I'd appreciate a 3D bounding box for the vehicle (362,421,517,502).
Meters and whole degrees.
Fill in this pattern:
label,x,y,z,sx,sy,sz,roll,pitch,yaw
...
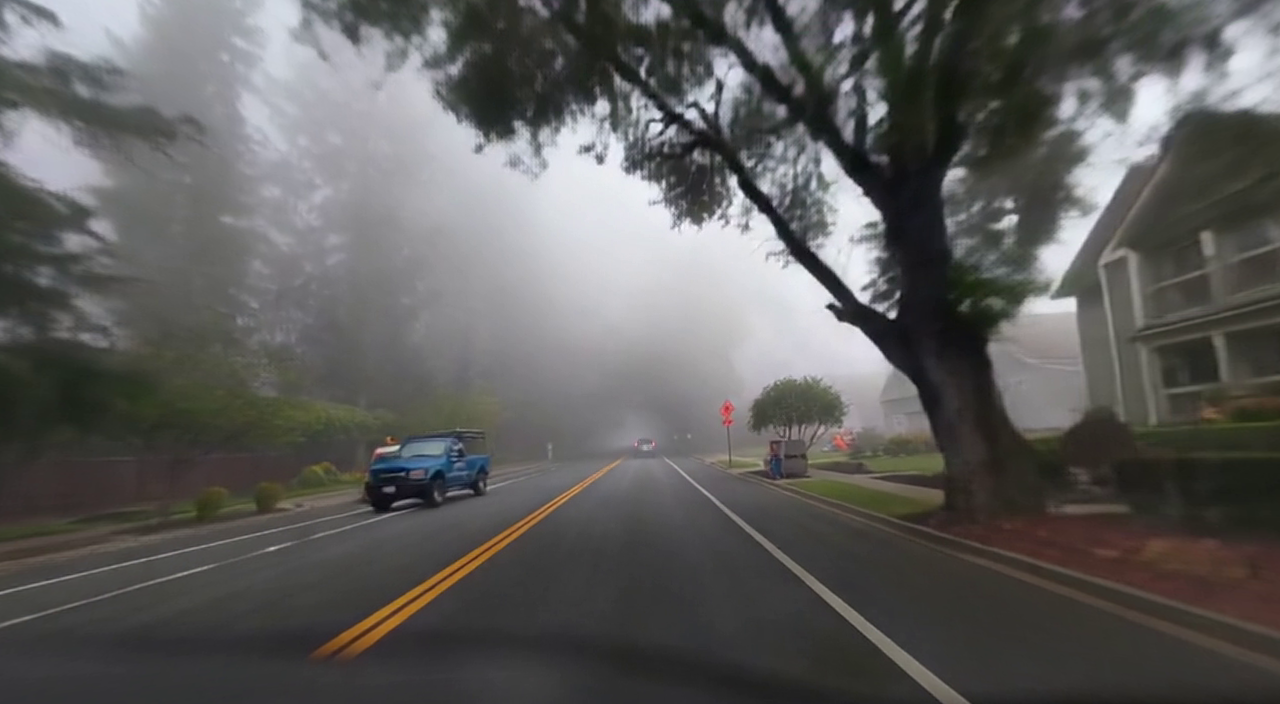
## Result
label,x,y,z,sx,sy,sz,roll,pitch,yaw
vehicle,-6.453,3.595,21.176,2.517,2.323,5.205,-2,-9,14
